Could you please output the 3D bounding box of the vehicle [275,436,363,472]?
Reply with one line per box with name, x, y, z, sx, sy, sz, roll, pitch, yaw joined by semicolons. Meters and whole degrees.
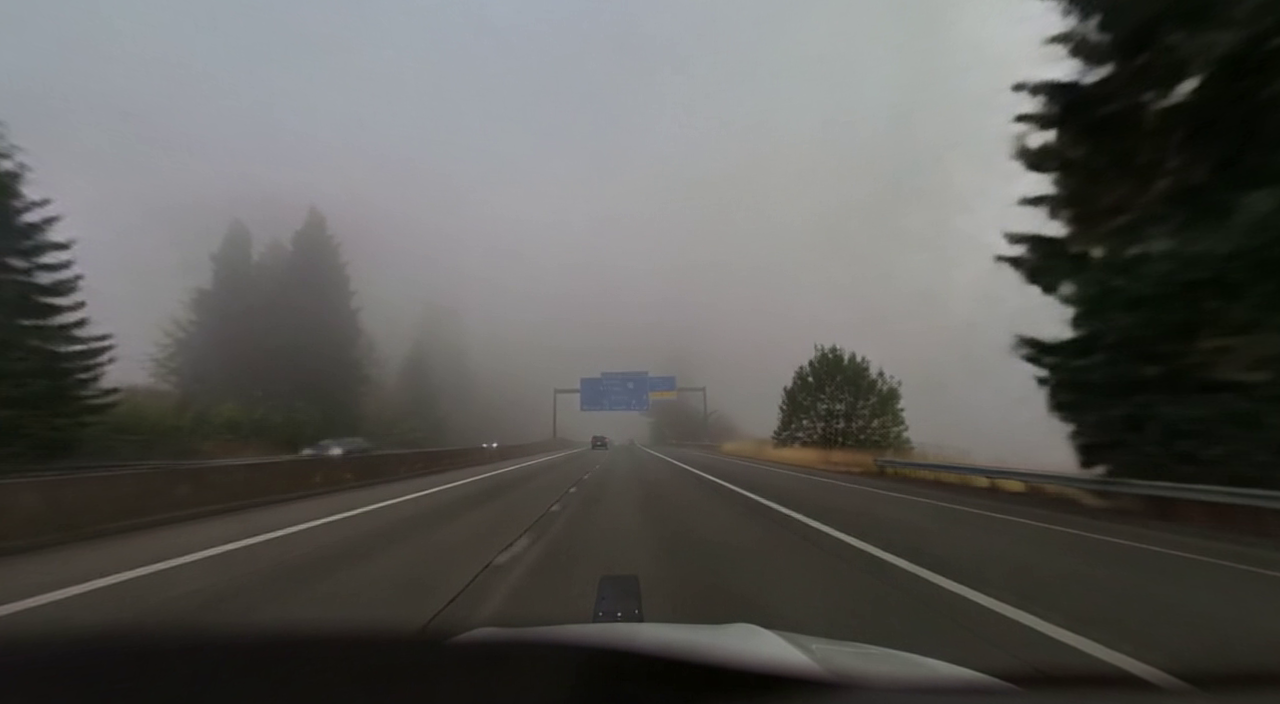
vehicle;-16.761;5.320;33.175;2.037;1.742;4.985;0;-8;0
